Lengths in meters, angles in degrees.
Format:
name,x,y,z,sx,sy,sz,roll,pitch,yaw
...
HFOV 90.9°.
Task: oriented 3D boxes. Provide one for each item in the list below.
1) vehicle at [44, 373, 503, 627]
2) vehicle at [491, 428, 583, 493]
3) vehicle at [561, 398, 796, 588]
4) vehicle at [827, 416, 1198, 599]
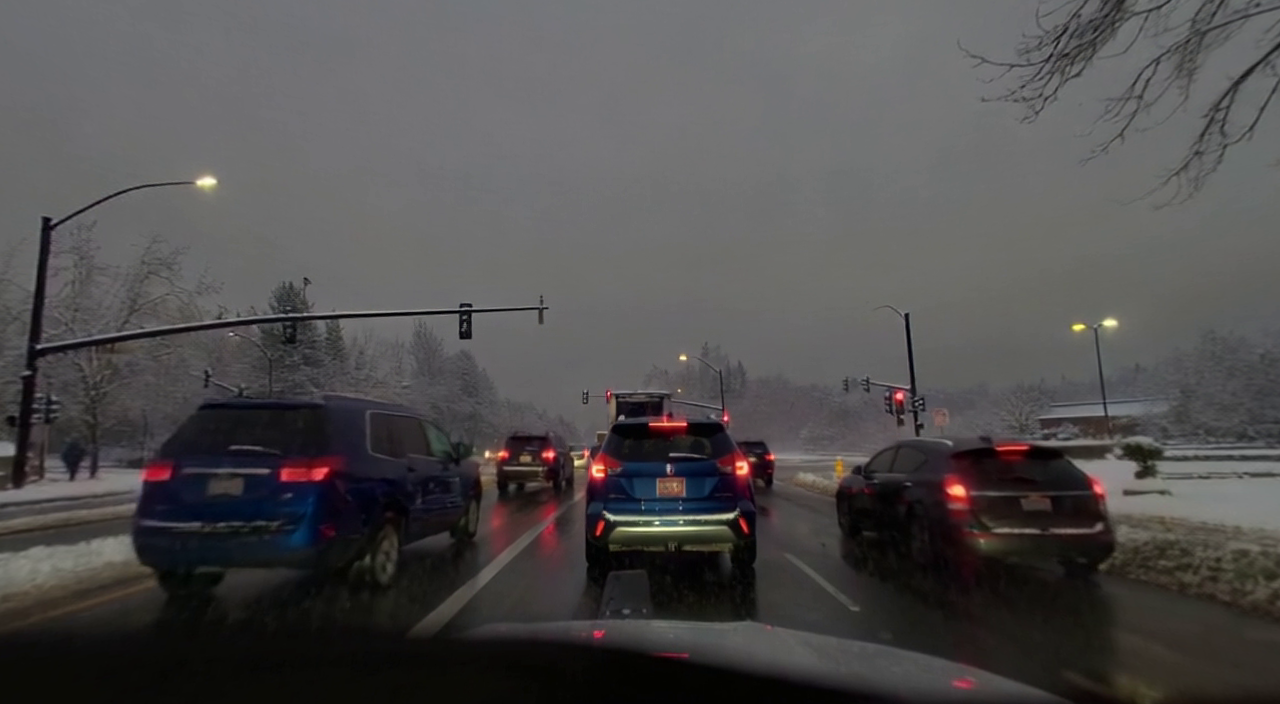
name,x,y,z,sx,sy,sz,roll,pitch,yaw
vehicle,-3.175,1.427,7.050,2.209,1.828,4.847,0,-9,0
vehicle,-3.145,3.436,20.362,2.054,1.814,4.941,0,-8,1
vehicle,0.372,1.636,8.112,2.172,1.764,4.338,0,-8,0
vehicle,3.885,1.663,7.607,1.954,1.592,3.992,0,-8,-1
